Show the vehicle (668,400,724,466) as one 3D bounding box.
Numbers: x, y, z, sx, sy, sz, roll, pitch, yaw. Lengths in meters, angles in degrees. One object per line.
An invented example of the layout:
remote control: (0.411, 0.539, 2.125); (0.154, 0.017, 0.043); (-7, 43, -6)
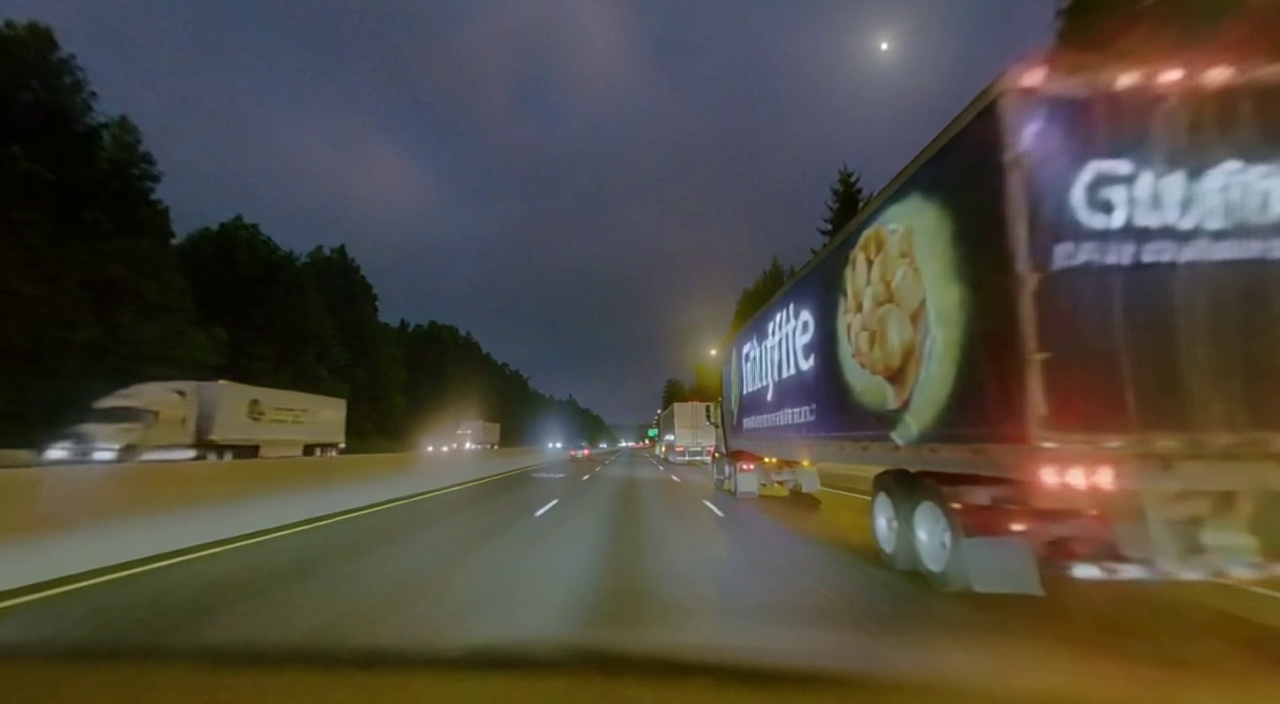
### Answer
vehicle: (3.679, 5.758, 43.715); (3.085, 4.062, 8.965); (0, -9, 0)

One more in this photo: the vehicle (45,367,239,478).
vehicle: (-20.358, 3.036, 26.337); (3.025, 4.066, 6.003); (0, -8, -1)

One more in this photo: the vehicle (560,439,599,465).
vehicle: (-3.938, 6.631, 41.874); (2.206, 1.644, 4.027); (0, -8, 0)

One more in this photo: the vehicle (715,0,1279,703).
vehicle: (3.669, 0.621, 9.550); (3.116, 3.992, 13.748); (0, -8, -1)
